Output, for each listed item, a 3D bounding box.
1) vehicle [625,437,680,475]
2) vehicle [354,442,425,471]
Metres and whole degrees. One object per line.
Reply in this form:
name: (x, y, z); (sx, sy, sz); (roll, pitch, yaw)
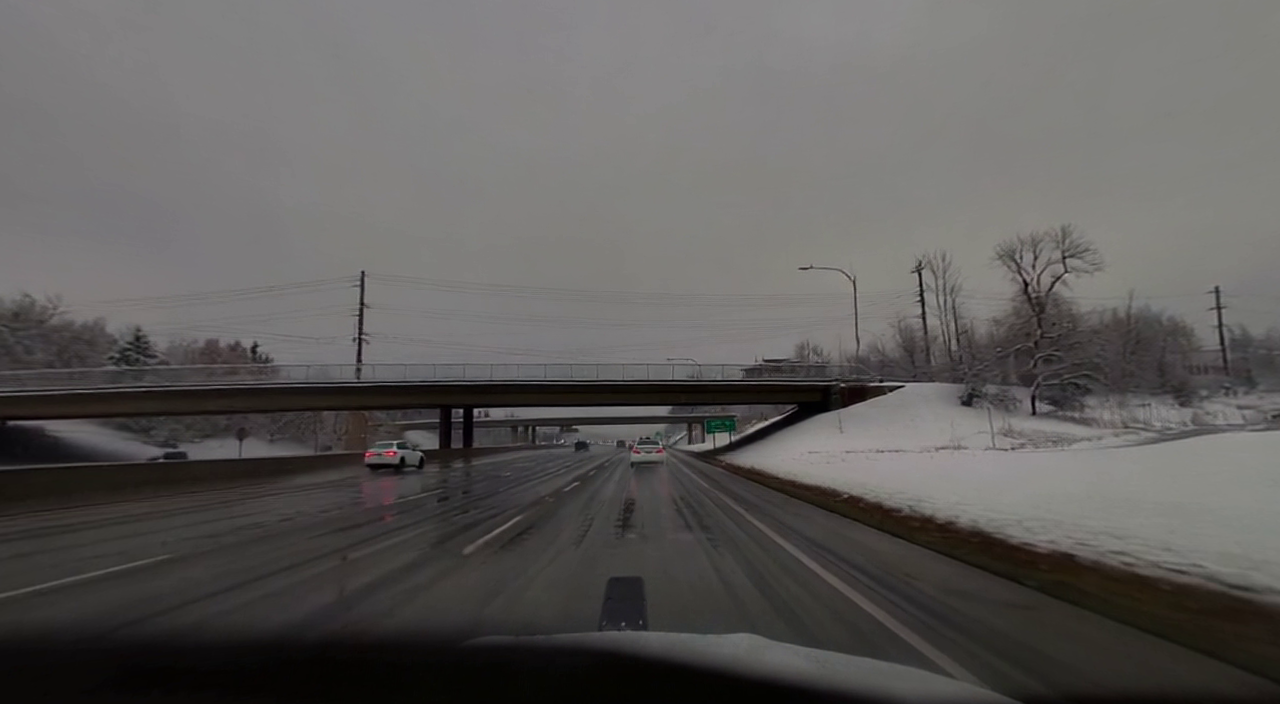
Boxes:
vehicle: (0.488, 4.366, 26.685); (2.145, 1.493, 4.146); (0, -8, 0)
vehicle: (-14.053, 5.883, 35.752); (1.960, 1.505, 4.854); (0, -8, 1)
